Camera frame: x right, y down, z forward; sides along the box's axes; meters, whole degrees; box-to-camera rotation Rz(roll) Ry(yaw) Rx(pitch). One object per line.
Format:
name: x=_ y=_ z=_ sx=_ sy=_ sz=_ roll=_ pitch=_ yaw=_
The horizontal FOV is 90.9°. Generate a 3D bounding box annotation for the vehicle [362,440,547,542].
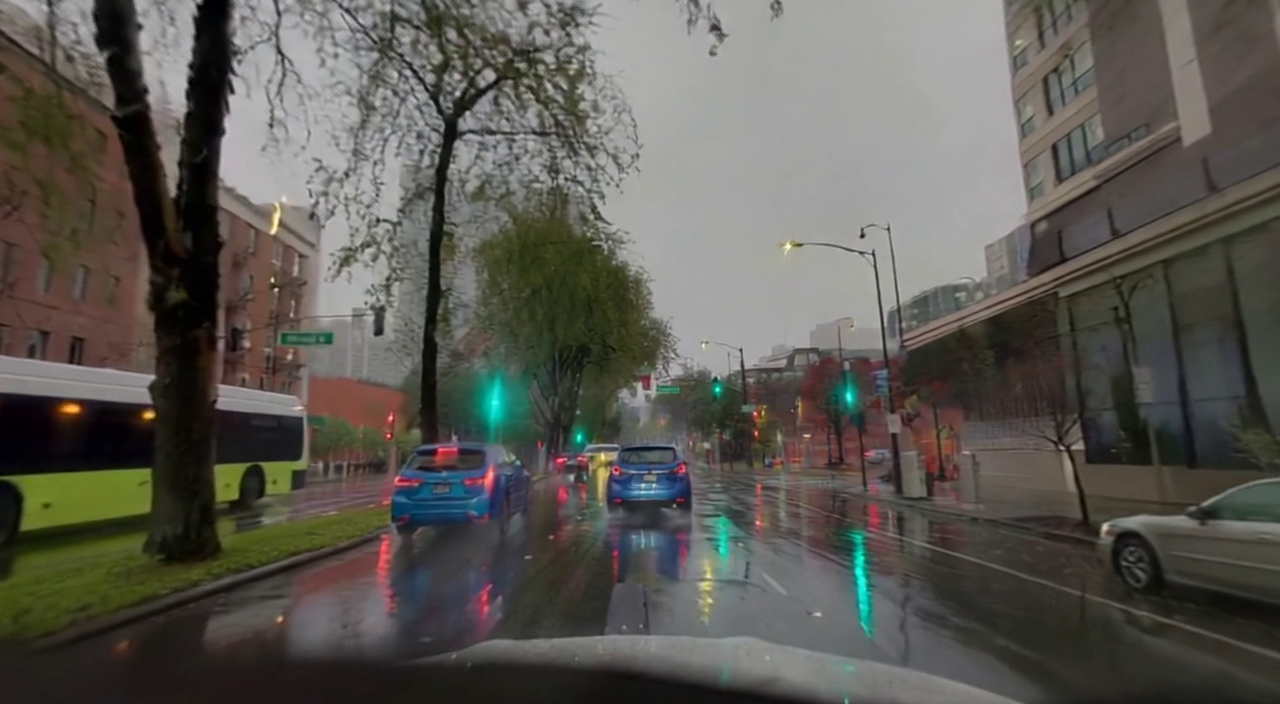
vehicle: x=-3.085 y=2.410 z=11.665 sx=1.970 sy=1.492 sz=4.534 roll=0 pitch=-9 yaw=1

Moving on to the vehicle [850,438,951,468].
vehicle: x=16.407 y=6.408 z=39.927 sx=5.345 sy=1.811 sz=2.175 roll=0 pitch=-9 yaw=-1

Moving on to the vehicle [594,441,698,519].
vehicle: x=0.085 y=2.750 z=14.041 sx=2.022 sy=1.481 sz=3.564 roll=0 pitch=-9 yaw=-1

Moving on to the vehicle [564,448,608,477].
vehicle: x=-3.004 y=6.246 z=35.884 sx=2.131 sy=1.486 sz=4.089 roll=0 pitch=-9 yaw=0

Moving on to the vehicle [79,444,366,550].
vehicle: x=-7.058 y=2.450 z=11.464 sx=1.974 sy=1.503 sz=4.594 roll=0 pitch=-9 yaw=1

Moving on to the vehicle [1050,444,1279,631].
vehicle: x=5.973 y=1.519 z=5.361 sx=1.873 sy=1.453 sz=4.579 roll=0 pitch=-9 yaw=0

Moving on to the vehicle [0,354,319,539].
vehicle: x=-13.178 y=2.408 z=15.956 sx=3.071 sy=3.337 sz=13.201 roll=0 pitch=-9 yaw=1
